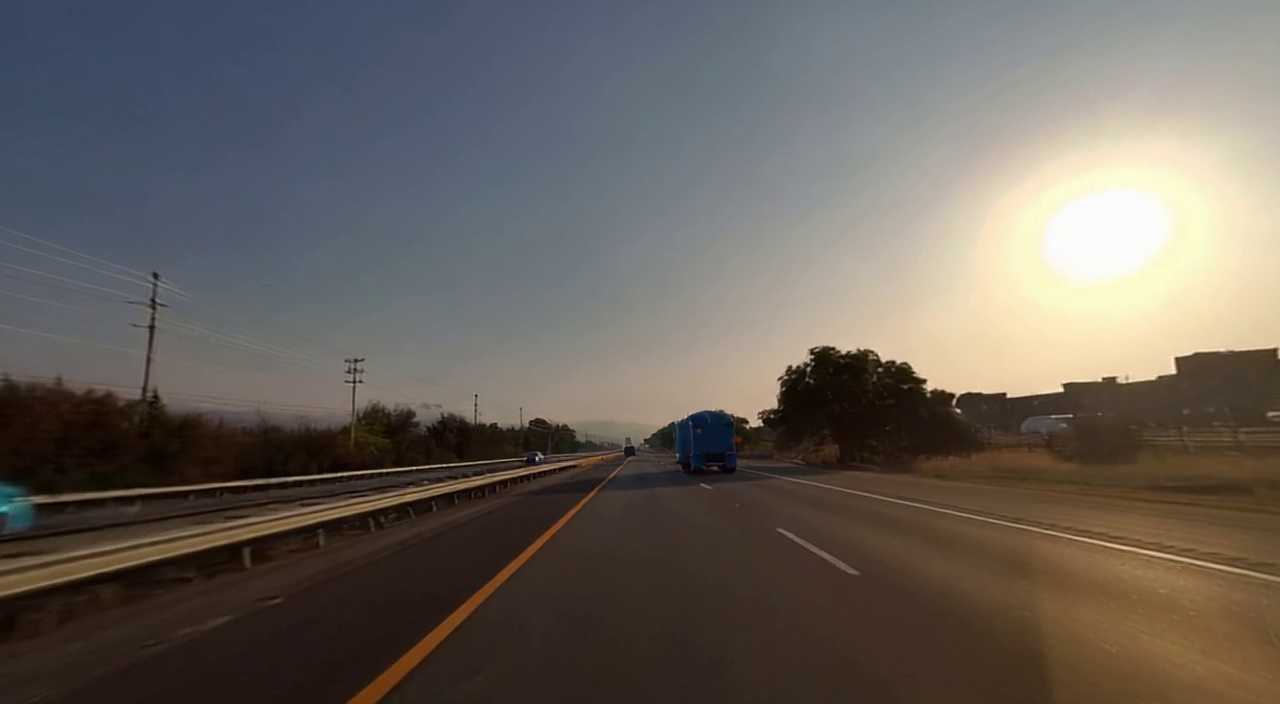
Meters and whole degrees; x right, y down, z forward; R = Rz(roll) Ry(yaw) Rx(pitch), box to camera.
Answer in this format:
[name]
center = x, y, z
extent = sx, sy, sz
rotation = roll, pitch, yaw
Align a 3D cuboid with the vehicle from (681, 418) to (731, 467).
[vehicle]
center = 4.889, 6.972, 47.893
extent = 2.826, 3.408, 7.775
rotation = 0, -9, -1
